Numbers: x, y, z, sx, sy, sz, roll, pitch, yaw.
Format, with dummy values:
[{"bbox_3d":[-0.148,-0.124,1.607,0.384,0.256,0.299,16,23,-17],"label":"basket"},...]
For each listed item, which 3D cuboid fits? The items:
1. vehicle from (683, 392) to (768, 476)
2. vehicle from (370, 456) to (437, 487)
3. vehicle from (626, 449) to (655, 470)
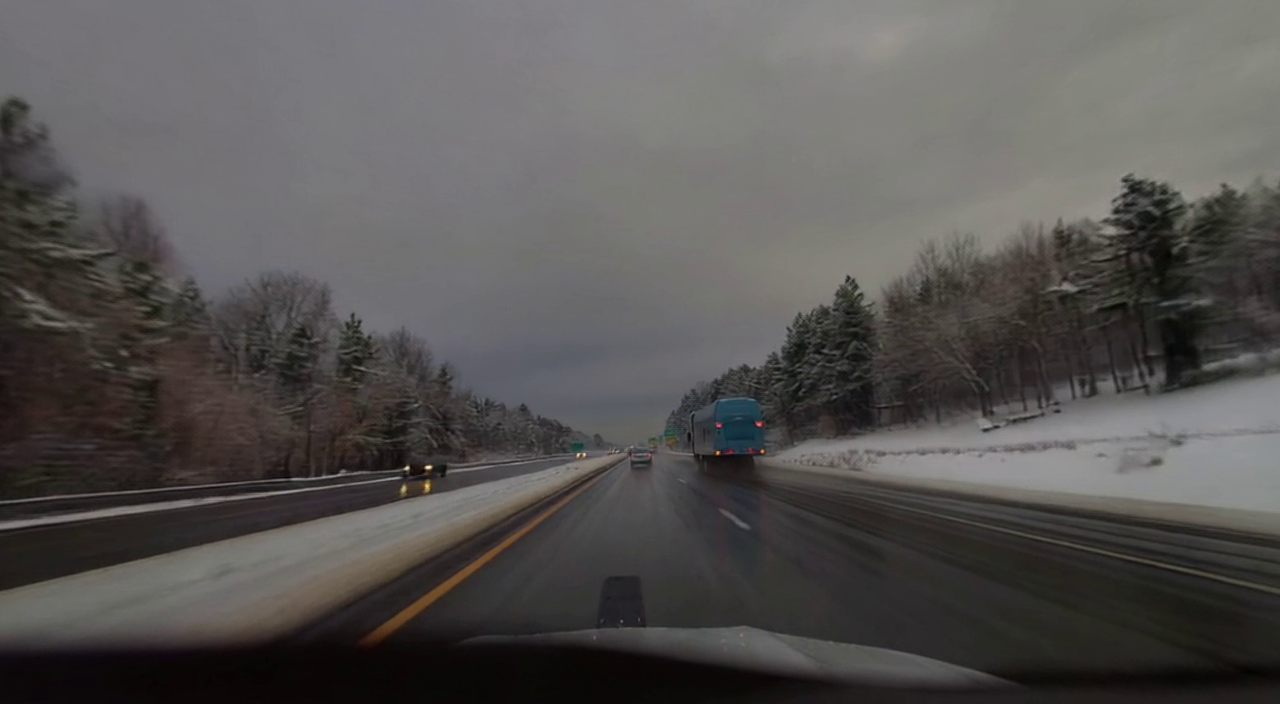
[{"bbox_3d":[4.675,5.133,38.114,2.939,4.129,14.300,0,-9,-1],"label":"vehicle"},{"bbox_3d":[-12.598,6.387,33.888,1.897,1.476,4.243,0,-9,0],"label":"vehicle"},{"bbox_3d":[0.000,7.335,43.059,1.926,1.386,3.615,0,-9,-1],"label":"vehicle"}]
